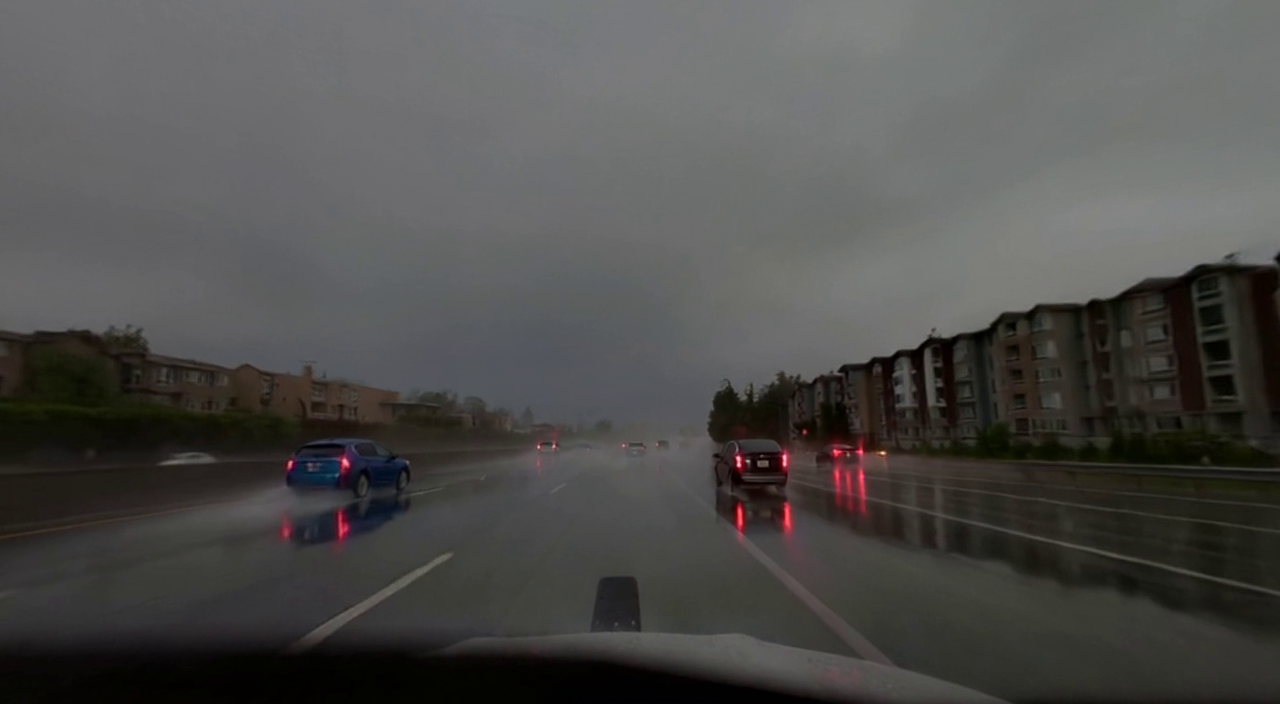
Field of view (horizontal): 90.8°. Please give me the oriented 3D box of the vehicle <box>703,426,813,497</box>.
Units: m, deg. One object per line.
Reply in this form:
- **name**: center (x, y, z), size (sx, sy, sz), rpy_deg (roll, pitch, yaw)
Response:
- **vehicle**: center (3.079, 2.980, 17.478), size (2.080, 1.694, 4.286), rpy_deg (0, -9, -2)

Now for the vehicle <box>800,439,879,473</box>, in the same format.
- **vehicle**: center (9.145, 4.813, 29.372), size (2.061, 1.459, 4.273), rpy_deg (0, -9, -3)

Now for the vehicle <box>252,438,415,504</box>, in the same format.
- **vehicle**: center (-7.824, 3.055, 16.734), size (2.021, 1.496, 4.495), rpy_deg (0, -9, 0)

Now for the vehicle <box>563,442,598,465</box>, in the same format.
- **vehicle**: center (-4.035, 6.969, 43.624), size (2.002, 1.466, 4.378), rpy_deg (0, -9, 0)
